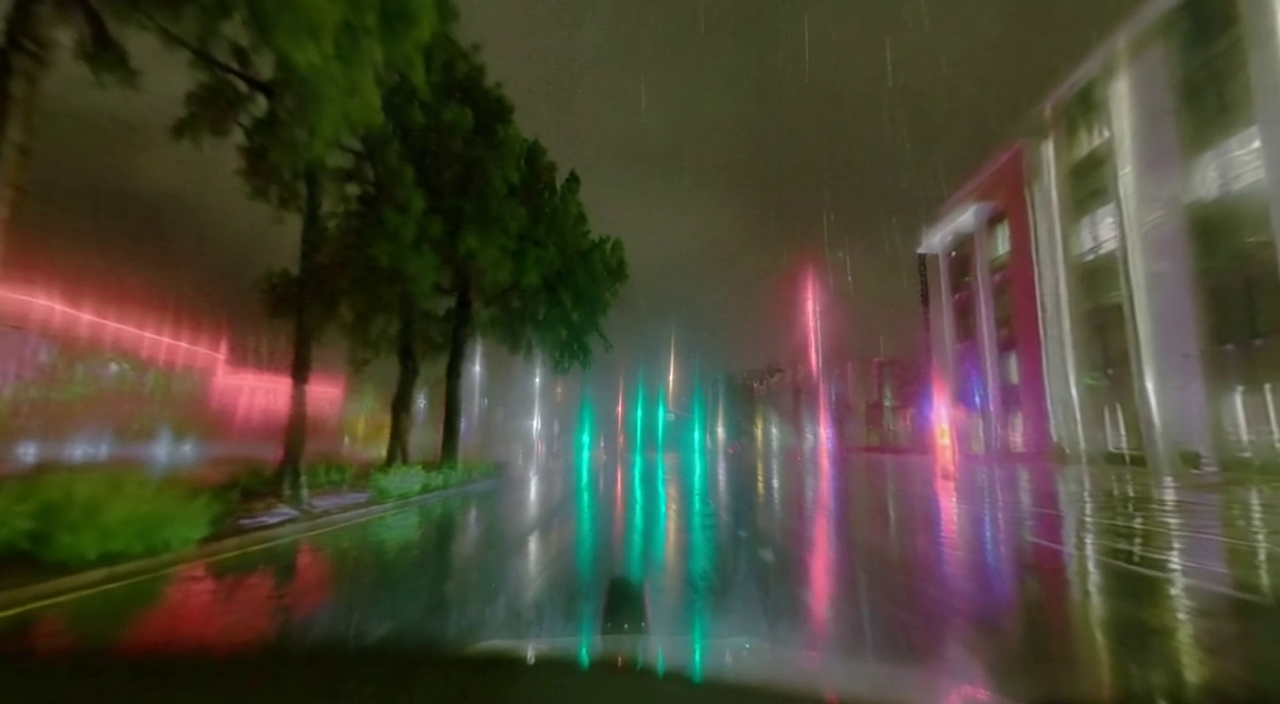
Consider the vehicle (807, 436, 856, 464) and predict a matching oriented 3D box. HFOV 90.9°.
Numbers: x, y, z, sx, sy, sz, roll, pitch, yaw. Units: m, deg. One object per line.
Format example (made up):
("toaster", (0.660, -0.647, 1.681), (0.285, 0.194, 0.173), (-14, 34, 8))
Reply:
("vehicle", (13.107, 6.749, 43.467), (2.028, 1.788, 5.064), (-1, -8, 2))
